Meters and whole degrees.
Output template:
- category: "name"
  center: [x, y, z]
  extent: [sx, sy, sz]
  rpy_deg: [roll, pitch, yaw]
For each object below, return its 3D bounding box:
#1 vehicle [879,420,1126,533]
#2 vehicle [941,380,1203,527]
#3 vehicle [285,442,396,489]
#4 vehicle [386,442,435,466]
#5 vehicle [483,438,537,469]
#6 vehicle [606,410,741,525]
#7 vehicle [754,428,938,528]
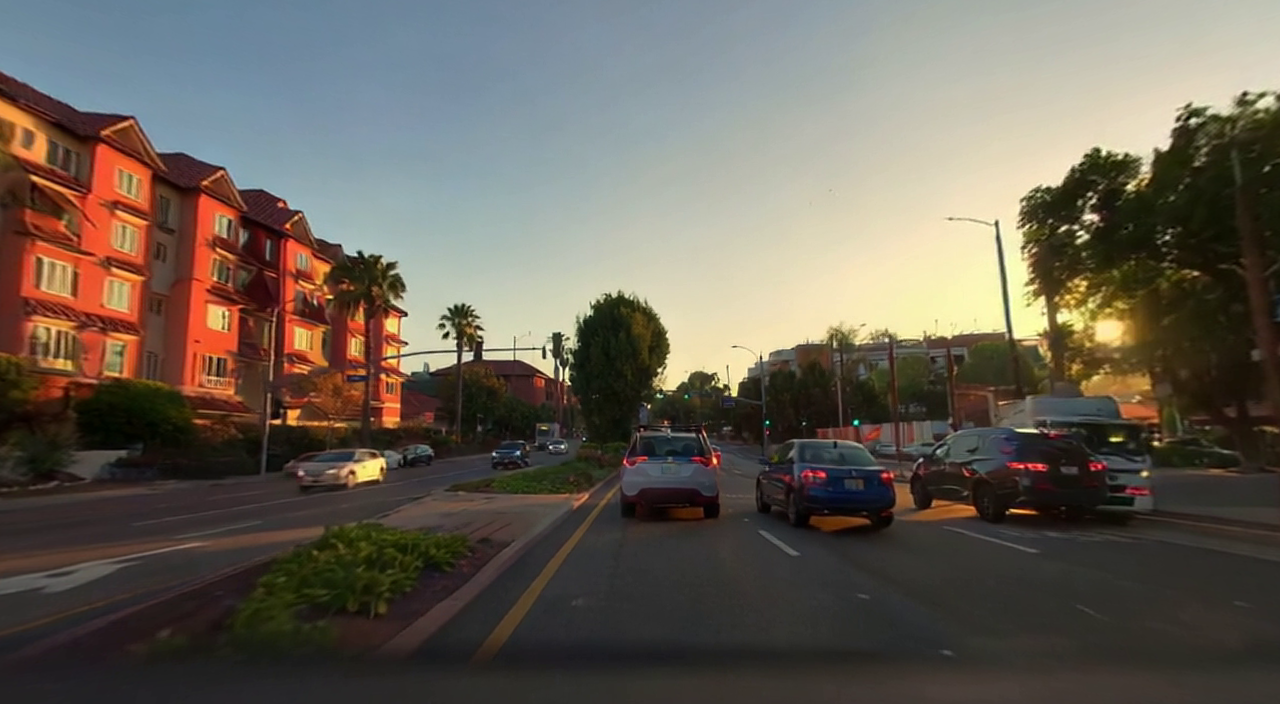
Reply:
- category: "vehicle"
  center: [7.395, 2.603, 13.816]
  extent: [2.215, 1.973, 5.323]
  rpy_deg: [0, -9, 0]
- category: "vehicle"
  center: [10.519, 2.384, 16.229]
  extent: [2.663, 3.061, 5.602]
  rpy_deg: [-1, -5, -1]
- category: "vehicle"
  center: [-11.670, 4.438, 24.956]
  extent: [2.134, 1.699, 4.342]
  rpy_deg: [0, -9, 2]
- category: "vehicle"
  center: [-17.785, 7.936, 49.096]
  extent: [1.965, 1.747, 4.461]
  rpy_deg: [0, -9, 2]
- category: "vehicle"
  center: [-7.677, 6.043, 37.682]
  extent: [2.050, 1.725, 4.677]
  rpy_deg: [0, -9, 3]
- category: "vehicle"
  center: [0.663, 2.561, 14.521]
  extent: [2.487, 2.115, 5.444]
  rpy_deg: [0, -9, 1]
- category: "vehicle"
  center: [4.066, 2.588, 13.579]
  extent: [2.283, 1.738, 4.916]
  rpy_deg: [0, -9, 0]
